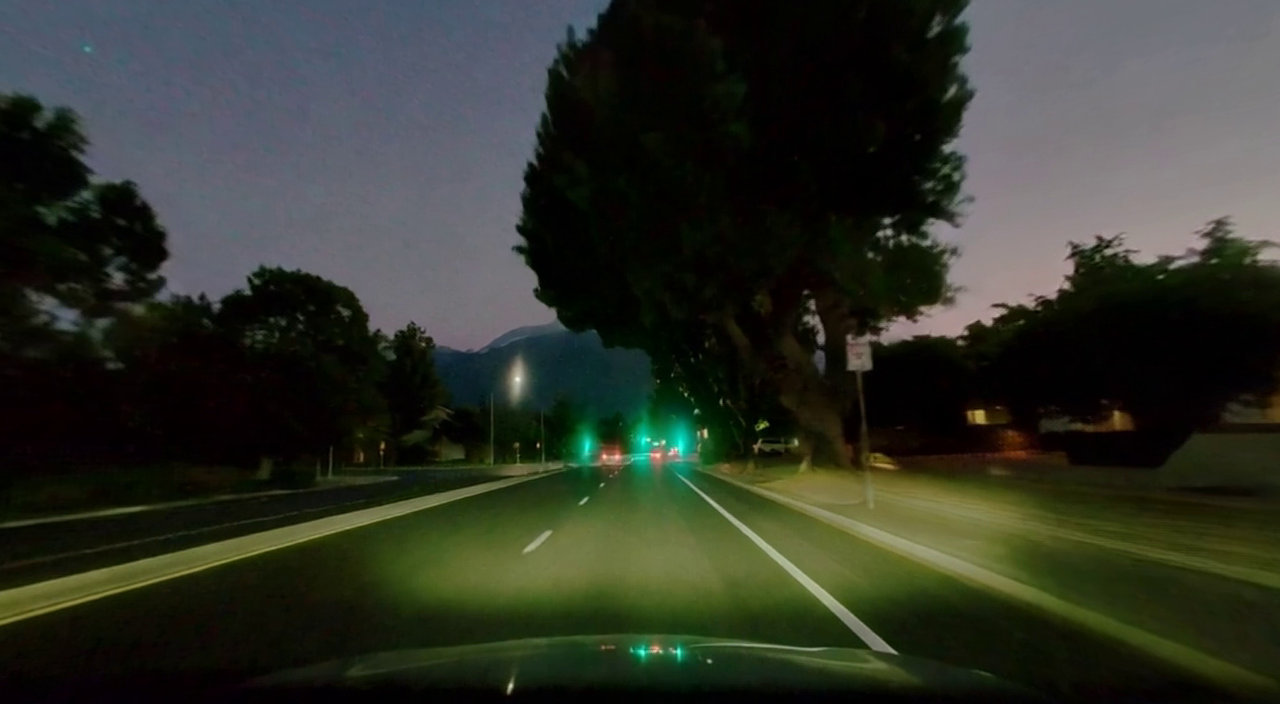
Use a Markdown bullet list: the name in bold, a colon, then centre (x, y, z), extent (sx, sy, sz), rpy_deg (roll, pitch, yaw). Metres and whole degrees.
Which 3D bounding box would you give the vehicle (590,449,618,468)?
- **vehicle**: centre (-2.801, 8.352, 49.788), extent (1.973, 1.400, 3.915), rpy_deg (0, -8, 1)
